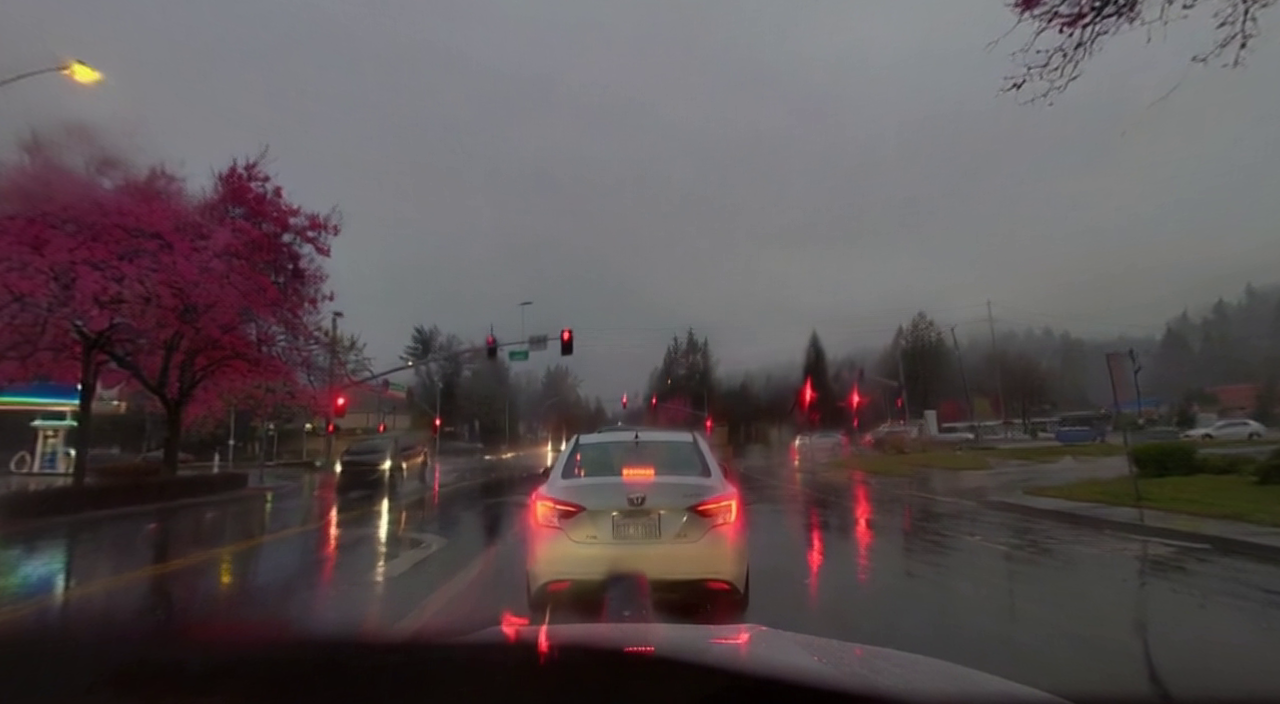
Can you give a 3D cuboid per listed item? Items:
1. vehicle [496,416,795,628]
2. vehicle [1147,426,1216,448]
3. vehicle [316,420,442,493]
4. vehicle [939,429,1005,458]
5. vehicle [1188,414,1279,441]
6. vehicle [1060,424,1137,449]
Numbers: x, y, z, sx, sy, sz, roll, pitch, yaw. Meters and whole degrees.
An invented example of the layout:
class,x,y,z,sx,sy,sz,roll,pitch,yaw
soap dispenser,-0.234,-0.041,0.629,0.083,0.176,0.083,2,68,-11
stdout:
class,x,y,z,sx,sy,sz,roll,pitch,yaw
vehicle,0.019,1.494,6.558,2.112,1.482,4.057,0,-8,-1
vehicle,40.979,6.447,47.745,3.573,1.432,1.604,-3,-7,1
vehicle,-8.372,3.393,20.868,2.378,2.084,5.225,1,-8,-6
vehicle,18.382,5.057,34.862,2.053,1.495,4.091,-8,-11,44
vehicle,36.318,4.657,38.474,1.848,1.581,4.475,-1,-8,3
vehicle,34.784,6.438,47.870,4.294,1.557,1.744,-4,-7,1
